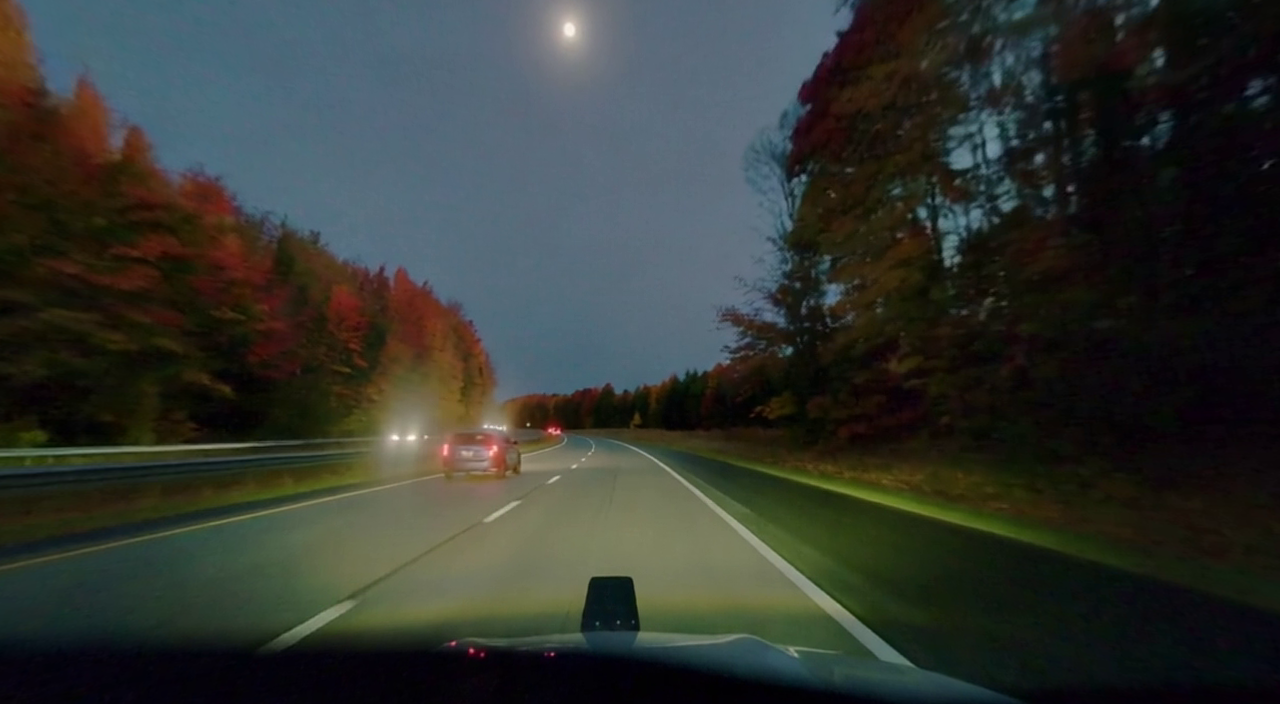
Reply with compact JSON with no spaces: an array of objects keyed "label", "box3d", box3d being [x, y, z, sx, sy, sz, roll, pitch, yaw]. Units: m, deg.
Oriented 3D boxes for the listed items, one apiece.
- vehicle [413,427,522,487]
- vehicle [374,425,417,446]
[{"label":"vehicle","box3d":[-4.932,3.044,18.707,2.073,1.559,4.393,0,-8,-1]},{"label":"vehicle","box3d":[-18.797,6.445,48.532,1.815,1.511,3.997,0,-8,-1]}]
